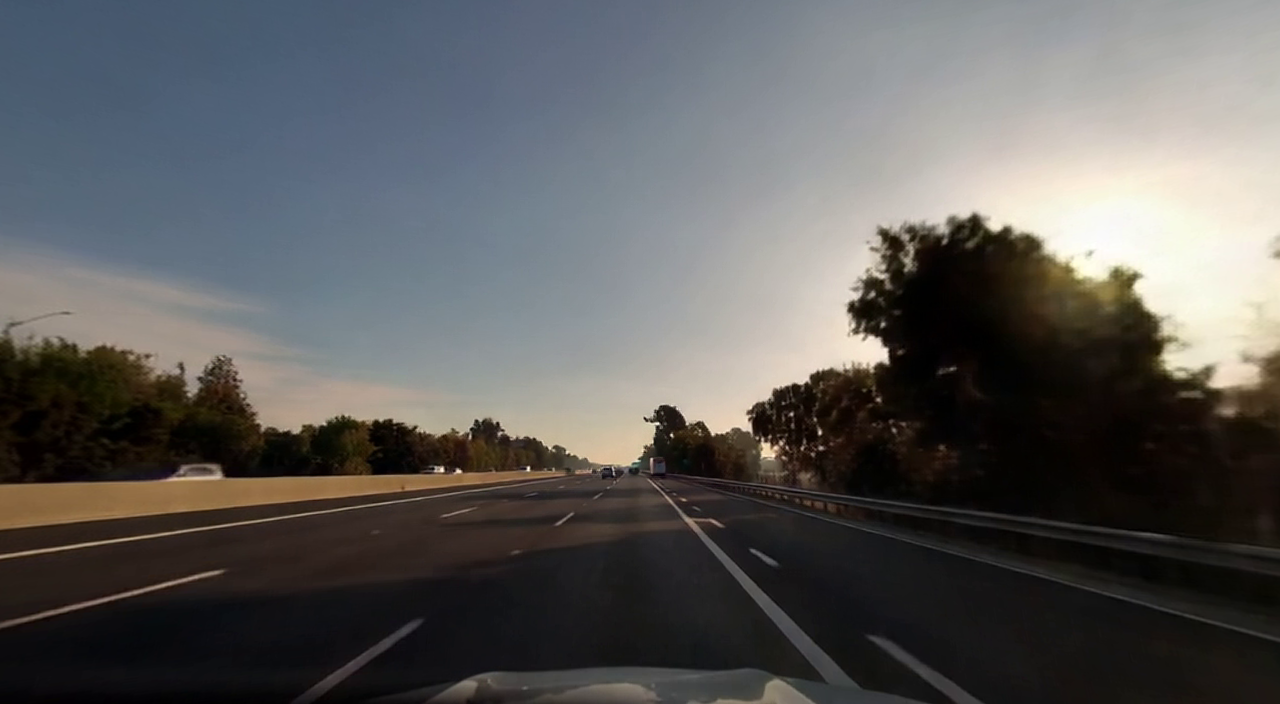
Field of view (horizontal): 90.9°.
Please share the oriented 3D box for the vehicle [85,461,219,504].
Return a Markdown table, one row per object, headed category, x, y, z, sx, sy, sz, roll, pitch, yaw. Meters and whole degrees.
| category | x | y | z | sx | sy | sz | roll | pitch | yaw |
| --- | --- | --- | --- | --- | --- | --- | --- | --- | --- |
| vehicle | -18.947 | 5.073 | 24.775 | 1.803 | 1.508 | 4.279 | 1 | -10 | 0 |
